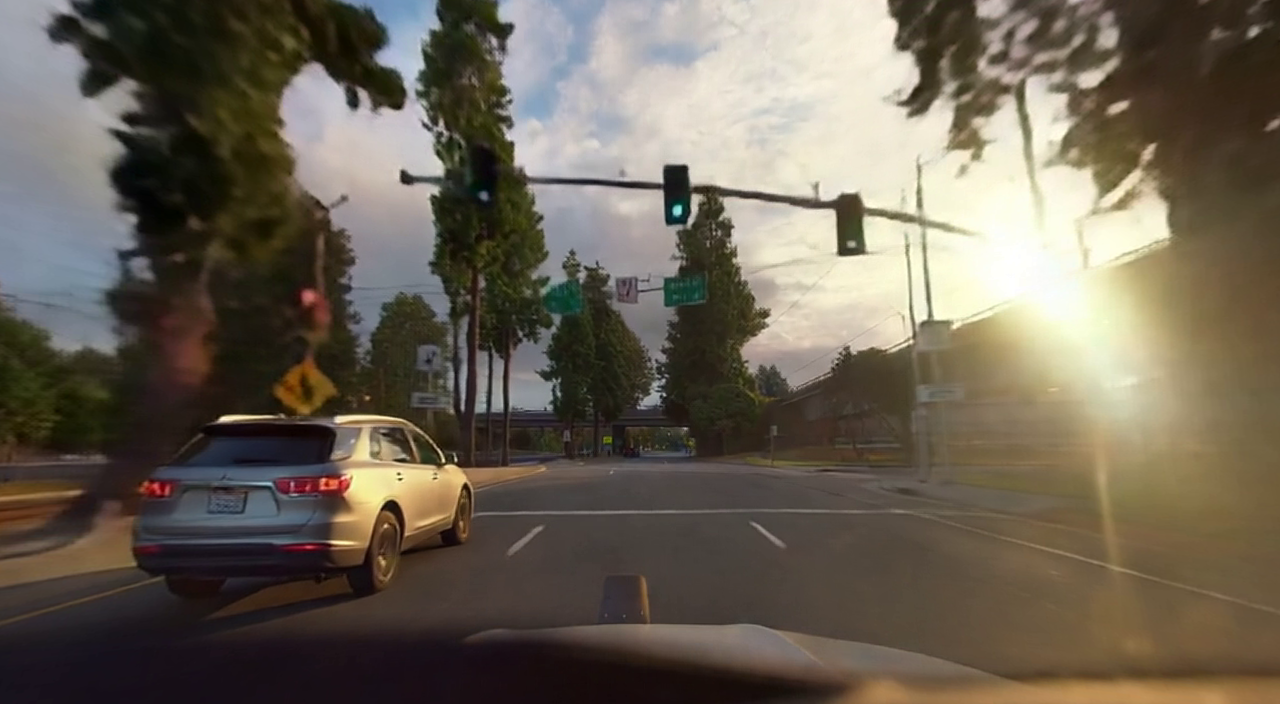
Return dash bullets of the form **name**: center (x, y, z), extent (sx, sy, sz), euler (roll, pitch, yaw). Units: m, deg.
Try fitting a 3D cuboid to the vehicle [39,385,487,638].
- **vehicle**: center (-3.092, 1.396, 6.492), extent (1.882, 1.704, 4.335), euler (0, -8, 1)
